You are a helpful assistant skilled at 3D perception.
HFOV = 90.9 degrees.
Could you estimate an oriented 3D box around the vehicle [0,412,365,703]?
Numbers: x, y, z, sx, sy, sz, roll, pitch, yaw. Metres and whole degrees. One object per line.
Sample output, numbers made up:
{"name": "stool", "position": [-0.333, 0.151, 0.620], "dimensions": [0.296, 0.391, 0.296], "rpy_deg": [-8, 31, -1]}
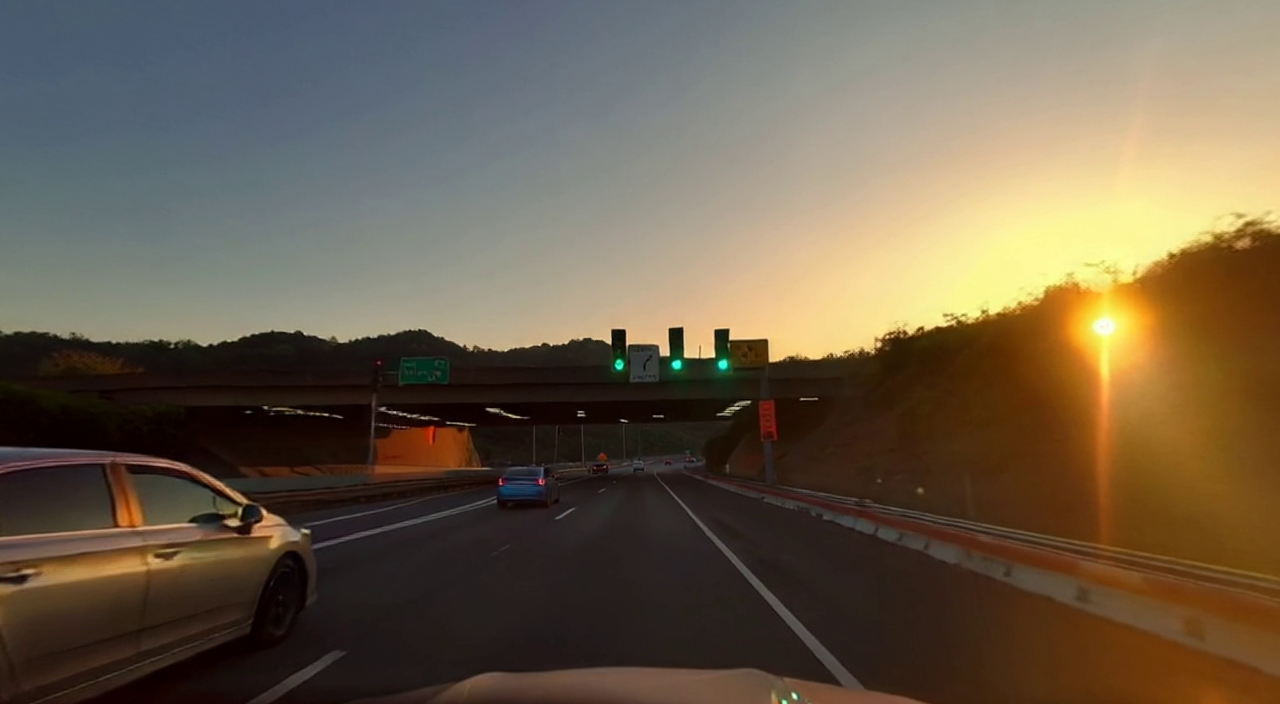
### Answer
{"name": "vehicle", "position": [-3.562, 1.097, 3.086], "dimensions": [2.023, 1.507, 5.082], "rpy_deg": [1, -10, 1]}

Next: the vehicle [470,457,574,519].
{"name": "vehicle", "position": [-3.091, 3.666, 17.288], "dimensions": [1.992, 1.466, 3.690], "rpy_deg": [0, -10, 2]}
